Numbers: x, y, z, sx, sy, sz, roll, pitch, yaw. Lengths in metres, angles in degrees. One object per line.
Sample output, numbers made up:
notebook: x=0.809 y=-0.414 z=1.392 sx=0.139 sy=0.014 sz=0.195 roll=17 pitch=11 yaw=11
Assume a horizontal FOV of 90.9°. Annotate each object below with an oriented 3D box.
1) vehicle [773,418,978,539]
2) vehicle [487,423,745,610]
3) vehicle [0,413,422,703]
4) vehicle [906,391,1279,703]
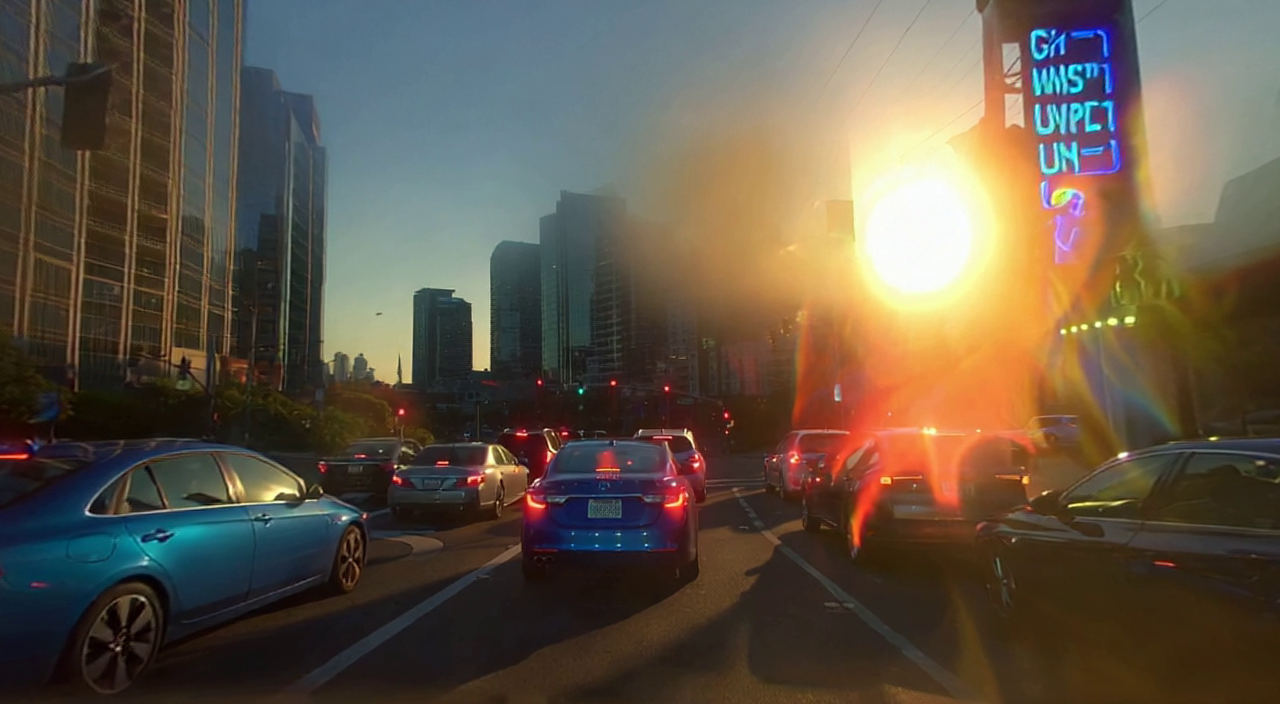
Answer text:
vehicle: x=3.764 y=2.101 z=11.025 sx=2.007 sy=1.683 sz=4.171 roll=0 pitch=-8 yaw=1
vehicle: x=-0.181 y=1.620 z=7.121 sx=2.059 sy=1.477 sz=3.988 roll=0 pitch=-8 yaw=0
vehicle: x=-3.414 y=1.298 z=4.718 sx=1.980 sy=1.454 sz=4.226 roll=0 pitch=-8 yaw=1
vehicle: x=3.400 y=1.068 z=3.490 sx=1.981 sy=1.499 sz=4.536 roll=-1 pitch=-8 yaw=2
